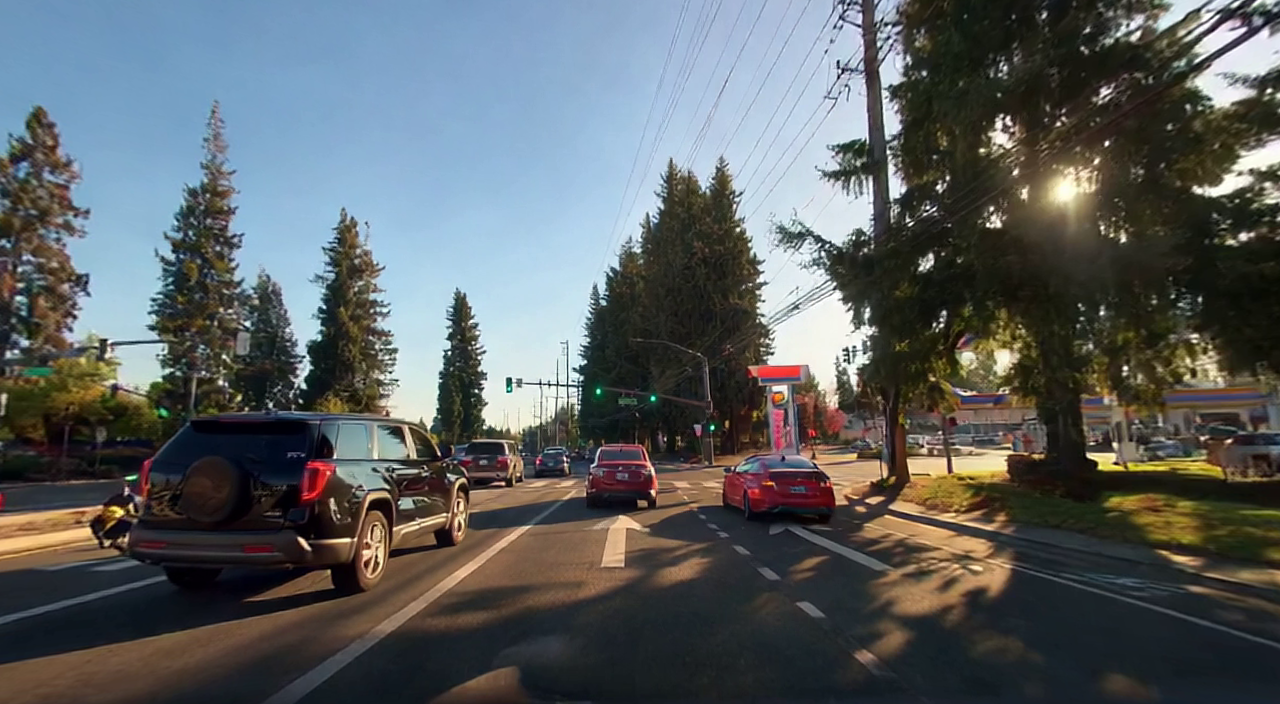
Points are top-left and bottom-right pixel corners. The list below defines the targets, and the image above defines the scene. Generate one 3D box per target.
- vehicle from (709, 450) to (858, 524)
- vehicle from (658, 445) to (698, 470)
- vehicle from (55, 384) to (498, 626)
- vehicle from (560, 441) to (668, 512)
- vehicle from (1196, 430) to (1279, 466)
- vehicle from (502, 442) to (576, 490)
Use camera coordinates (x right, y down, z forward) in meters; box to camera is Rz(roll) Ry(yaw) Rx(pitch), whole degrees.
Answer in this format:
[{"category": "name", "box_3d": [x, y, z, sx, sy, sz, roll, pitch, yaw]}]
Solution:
[{"category": "vehicle", "box_3d": [2.846, 2.784, 13.677, 2.065, 1.302, 4.416, 0, -8, -2]}, {"category": "vehicle", "box_3d": [2.319, 6.646, 40.157, 2.069, 1.464, 4.599, 0, -8, -3]}, {"category": "vehicle", "box_3d": [-2.997, 1.381, 6.651, 1.922, 1.642, 4.547, 0, -8, 0]}, {"category": "vehicle", "box_3d": [-0.593, 2.852, 15.028, 2.189, 1.437, 4.135, 0, -8, -2]}, {"category": "vehicle", "box_3d": [23.883, 3.617, 23.844, 1.787, 1.301, 4.365, 0, -8, -1]}, {"category": "vehicle", "box_3d": [-3.485, 4.007, 22.593, 1.953, 1.530, 4.335, 0, -8, 0]}]
